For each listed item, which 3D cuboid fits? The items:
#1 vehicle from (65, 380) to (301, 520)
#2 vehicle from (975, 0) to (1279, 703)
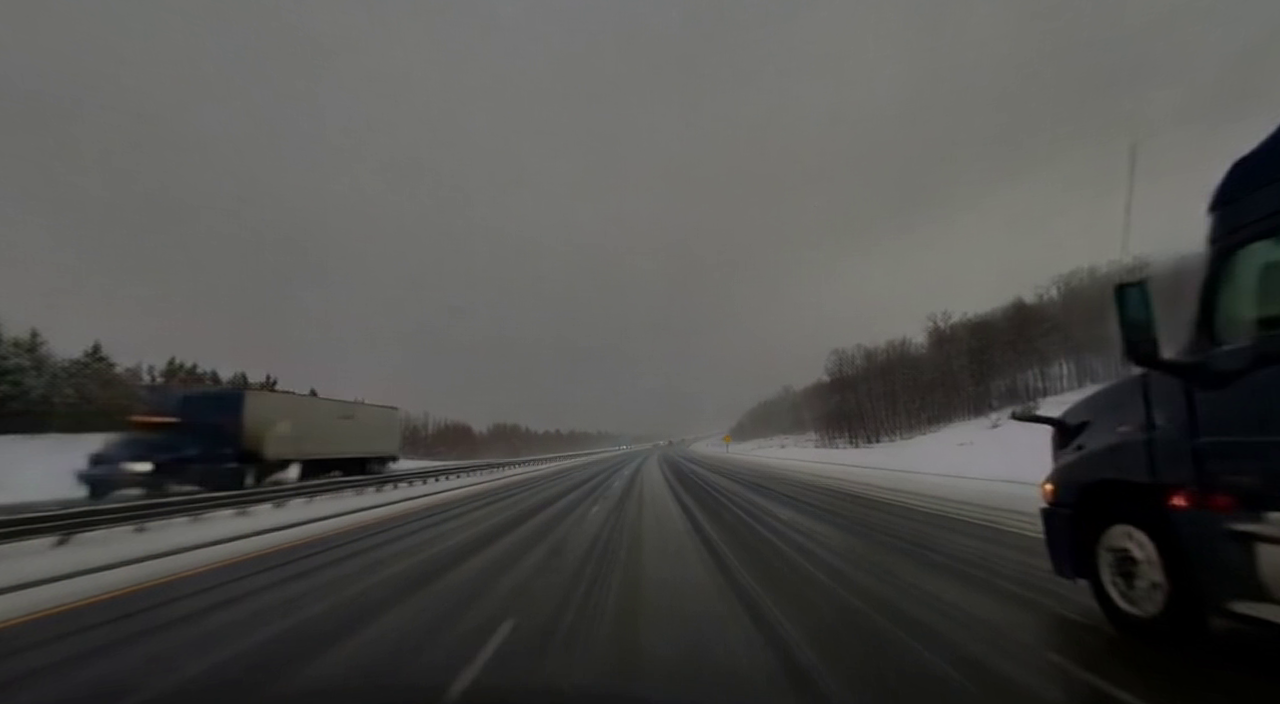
[{"bbox_3d":[-15.999,3.460,22.829,3.384,4.316,6.420,0,-8,2],"label":"vehicle"},{"bbox_3d":[4.887,-0.290,2.423,3.107,4.307,7.088,0,-9,0],"label":"vehicle"}]
